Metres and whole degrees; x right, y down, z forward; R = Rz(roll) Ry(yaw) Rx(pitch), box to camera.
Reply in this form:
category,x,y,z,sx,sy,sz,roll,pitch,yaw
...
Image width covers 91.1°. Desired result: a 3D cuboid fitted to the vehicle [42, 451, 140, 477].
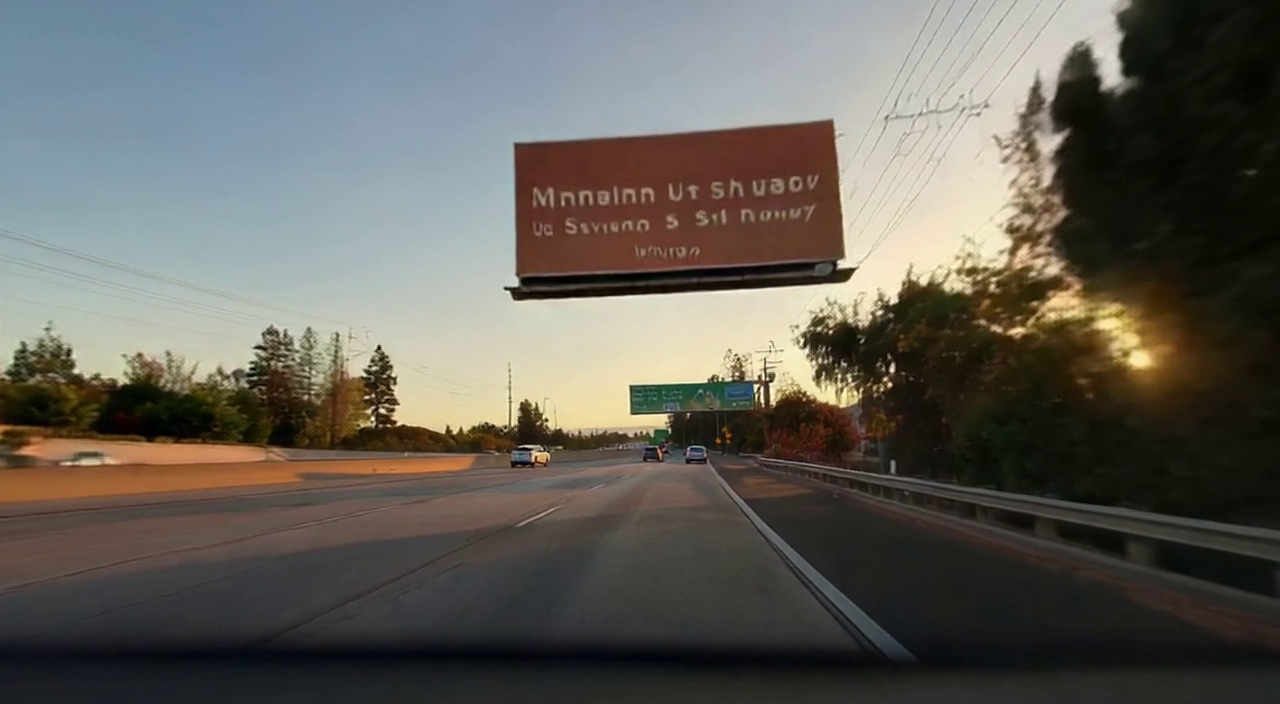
category,x,y,z,sx,sy,sz,roll,pitch,yaw
vehicle,-34.560,7.032,39.708,1.876,1.480,4.408,-2,-8,9
